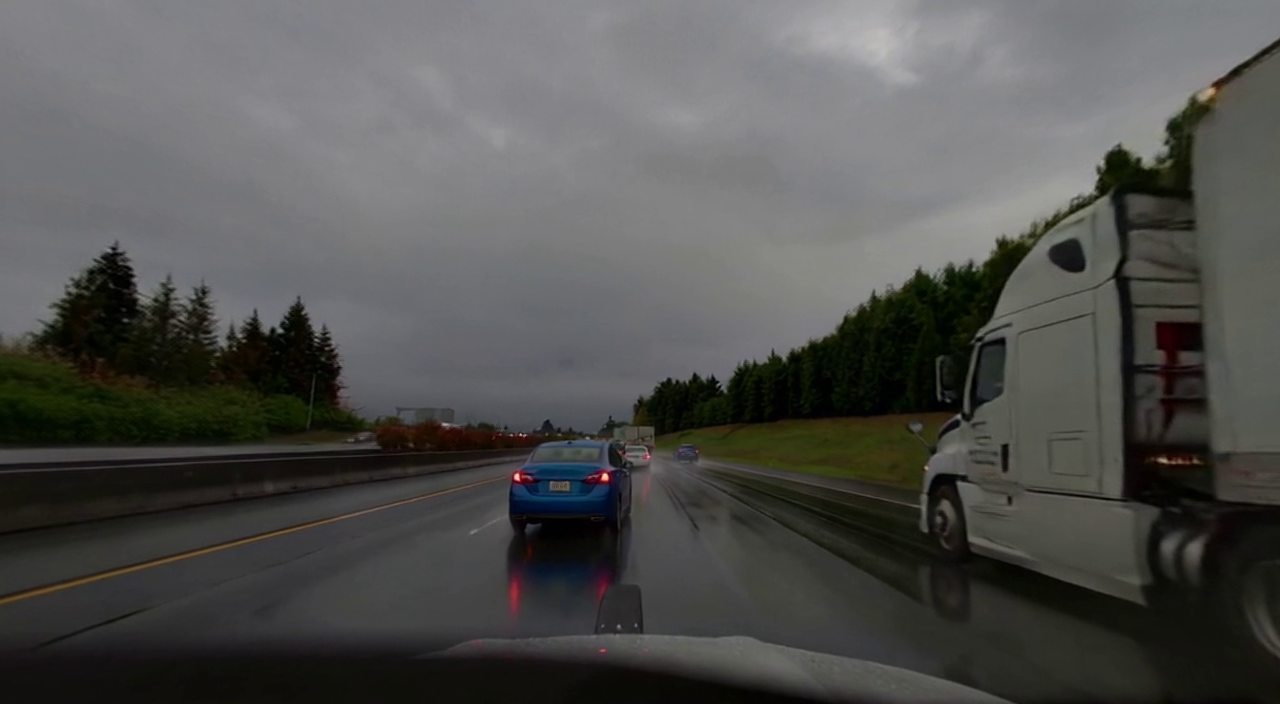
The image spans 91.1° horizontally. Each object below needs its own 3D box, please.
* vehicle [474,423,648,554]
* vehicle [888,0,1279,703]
[{"bbox_3d":[-0.950,1.974,9.648,2.038,1.582,3.729,-1,-9,2],"label":"vehicle"},{"bbox_3d":[4.875,0.054,5.375,2.982,4.187,6.008,0,-9,1],"label":"vehicle"}]
